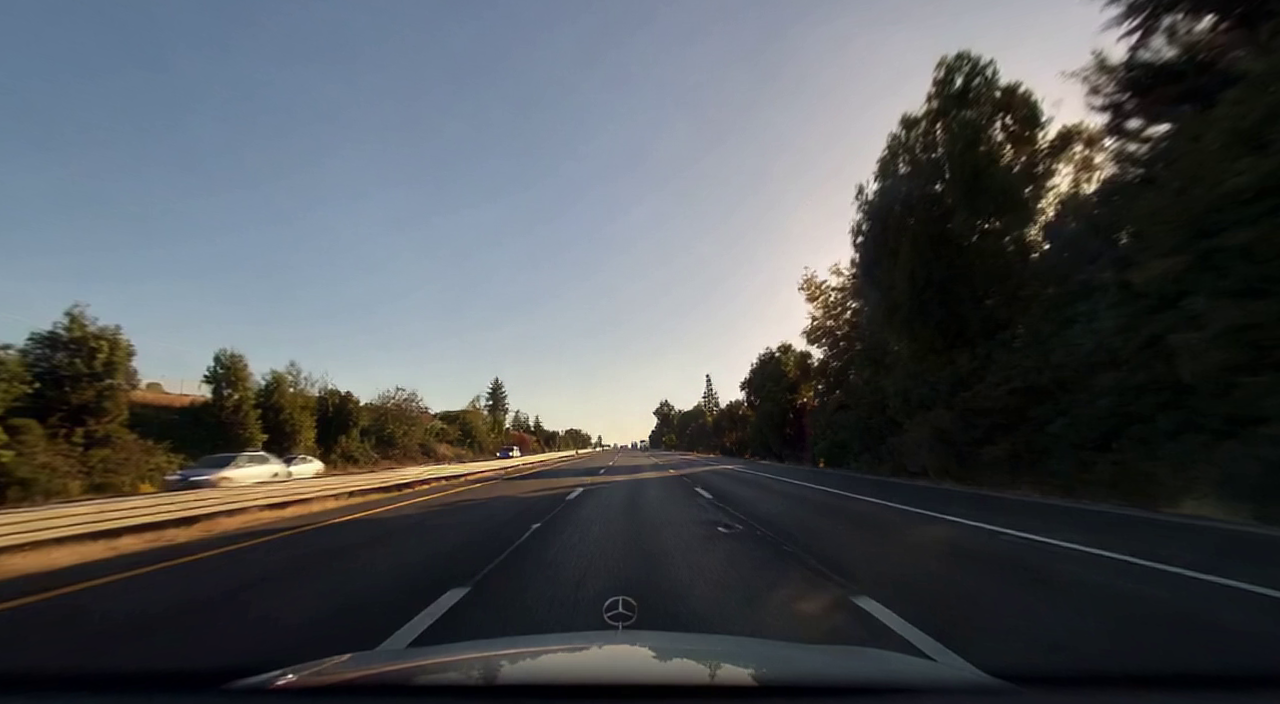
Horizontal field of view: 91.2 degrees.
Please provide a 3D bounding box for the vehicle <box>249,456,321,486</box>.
[{"bbox_3d":[-20.606,6.895,36.596,1.848,1.543,3.982,0,-9,0],"label":"vehicle"}]

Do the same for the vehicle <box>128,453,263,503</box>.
[{"bbox_3d":[-16.098,4.533,23.003,1.885,1.631,4.109,0,-9,0],"label":"vehicle"}]
